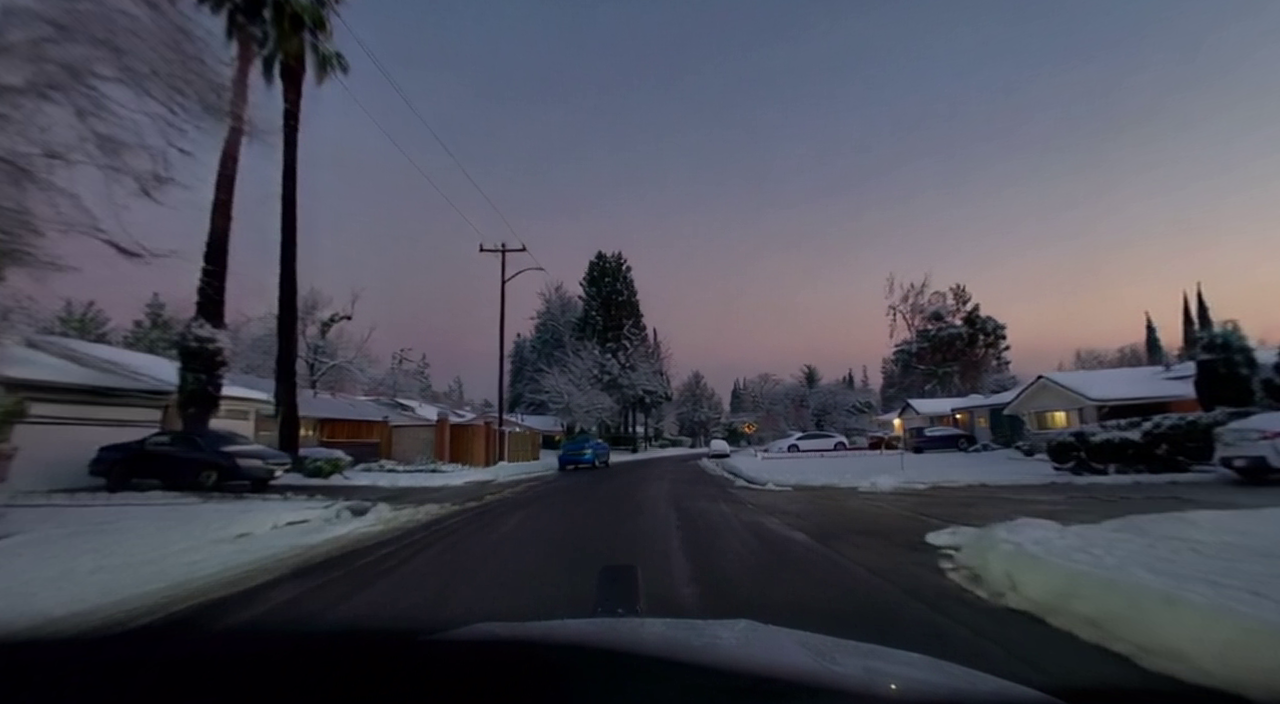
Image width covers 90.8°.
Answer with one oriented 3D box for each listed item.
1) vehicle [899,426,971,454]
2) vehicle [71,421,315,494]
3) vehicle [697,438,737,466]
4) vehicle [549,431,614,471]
[{"bbox_3d":[18.650,5.549,40.092,3.903,1.592,1.921,-2,-6,18],"label":"vehicle"},{"bbox_3d":[-13.049,3.096,18.758,5.497,1.983,2.191,0,-8,0],"label":"vehicle"},{"bbox_3d":[5.001,6.549,41.544,2.051,1.676,4.497,0,-8,0],"label":"vehicle"},{"bbox_3d":[-3.120,5.588,35.727,2.274,2.008,6.986,-1,-8,6],"label":"vehicle"}]
